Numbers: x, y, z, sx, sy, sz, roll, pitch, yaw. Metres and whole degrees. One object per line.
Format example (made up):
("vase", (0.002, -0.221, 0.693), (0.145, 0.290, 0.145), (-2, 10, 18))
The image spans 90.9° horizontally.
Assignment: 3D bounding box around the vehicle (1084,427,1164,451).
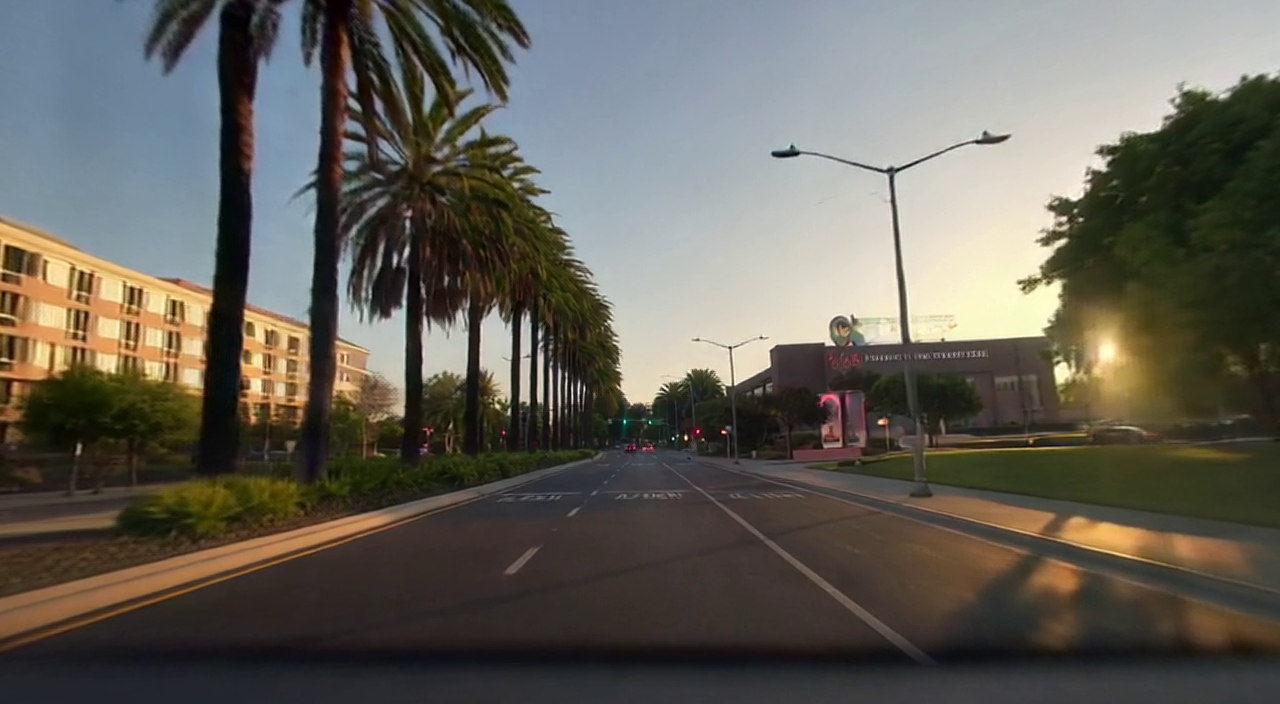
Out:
("vehicle", (34.517, 6.265, 45.161), (1.820, 1.571, 4.697), (0, -9, -3))
